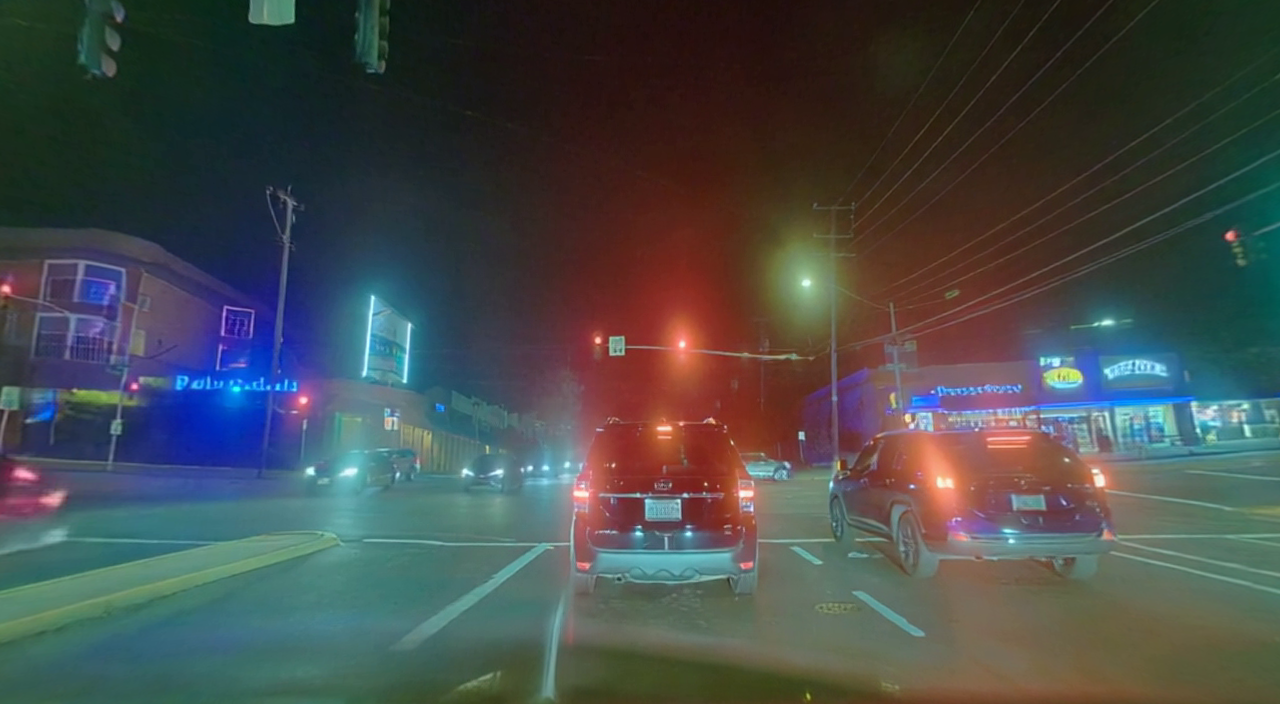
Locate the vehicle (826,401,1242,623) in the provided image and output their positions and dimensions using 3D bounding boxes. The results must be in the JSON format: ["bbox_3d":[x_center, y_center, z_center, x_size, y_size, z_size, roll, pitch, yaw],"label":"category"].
[{"bbox_3d":[3.610,1.519,6.951,1.976,1.664,4.189,-1,-8,2],"label":"vehicle"}]

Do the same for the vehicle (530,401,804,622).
[{"bbox_3d":[0.262,1.508,6.821,2.098,1.682,3.778,0,-8,2],"label":"vehicle"}]

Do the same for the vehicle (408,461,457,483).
[{"bbox_3d":[-15.485,8.959,47.269,1.875,1.475,4.449,-1,-8,5],"label":"vehicle"}]

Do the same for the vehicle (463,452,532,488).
[{"bbox_3d":[-6.552,5.464,29.523,1.924,1.453,4.343,-1,-8,4],"label":"vehicle"}]

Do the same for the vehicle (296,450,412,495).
[{"bbox_3d":[-10.883,4.594,24.456,1.958,1.493,4.795,-1,-8,5],"label":"vehicle"}]
